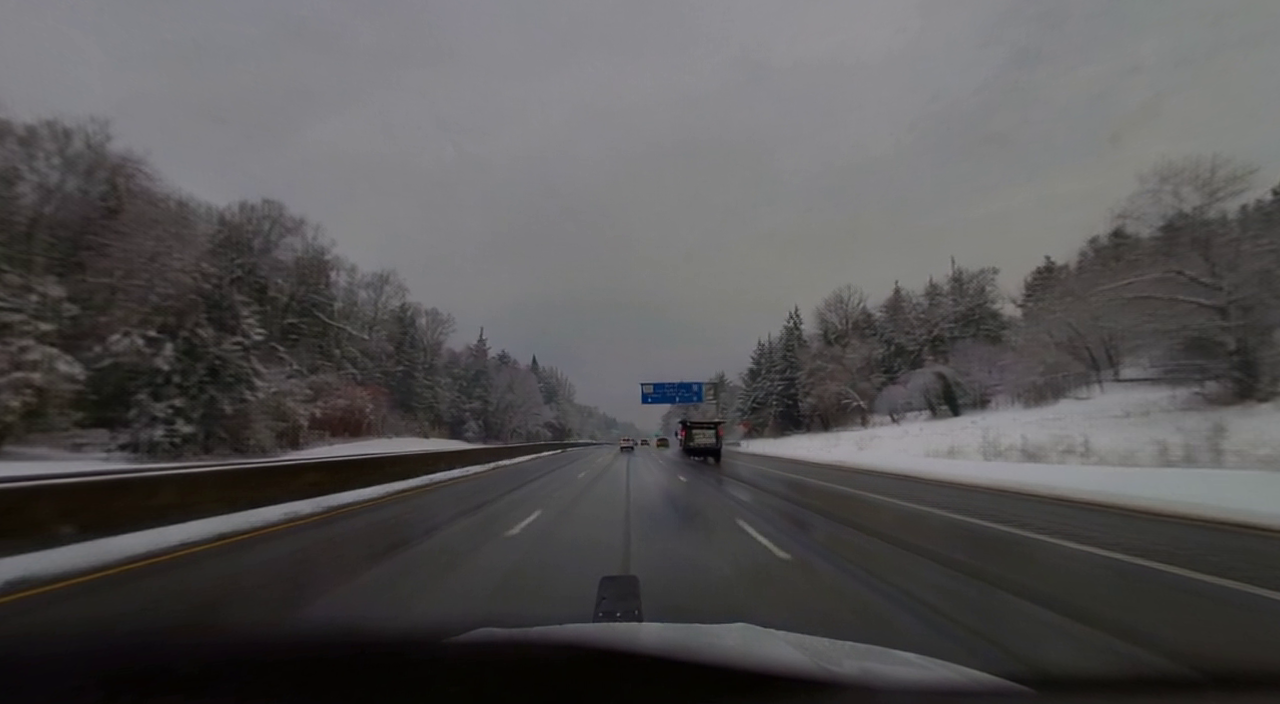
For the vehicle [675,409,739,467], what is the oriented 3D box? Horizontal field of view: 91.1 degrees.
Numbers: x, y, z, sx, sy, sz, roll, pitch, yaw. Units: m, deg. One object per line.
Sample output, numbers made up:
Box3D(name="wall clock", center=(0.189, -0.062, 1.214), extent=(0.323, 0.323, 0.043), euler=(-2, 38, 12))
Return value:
Box3D(name="vehicle", center=(3.200, 4.271, 31.374), extent=(2.411, 2.614, 5.781), euler=(0, -8, -2))
